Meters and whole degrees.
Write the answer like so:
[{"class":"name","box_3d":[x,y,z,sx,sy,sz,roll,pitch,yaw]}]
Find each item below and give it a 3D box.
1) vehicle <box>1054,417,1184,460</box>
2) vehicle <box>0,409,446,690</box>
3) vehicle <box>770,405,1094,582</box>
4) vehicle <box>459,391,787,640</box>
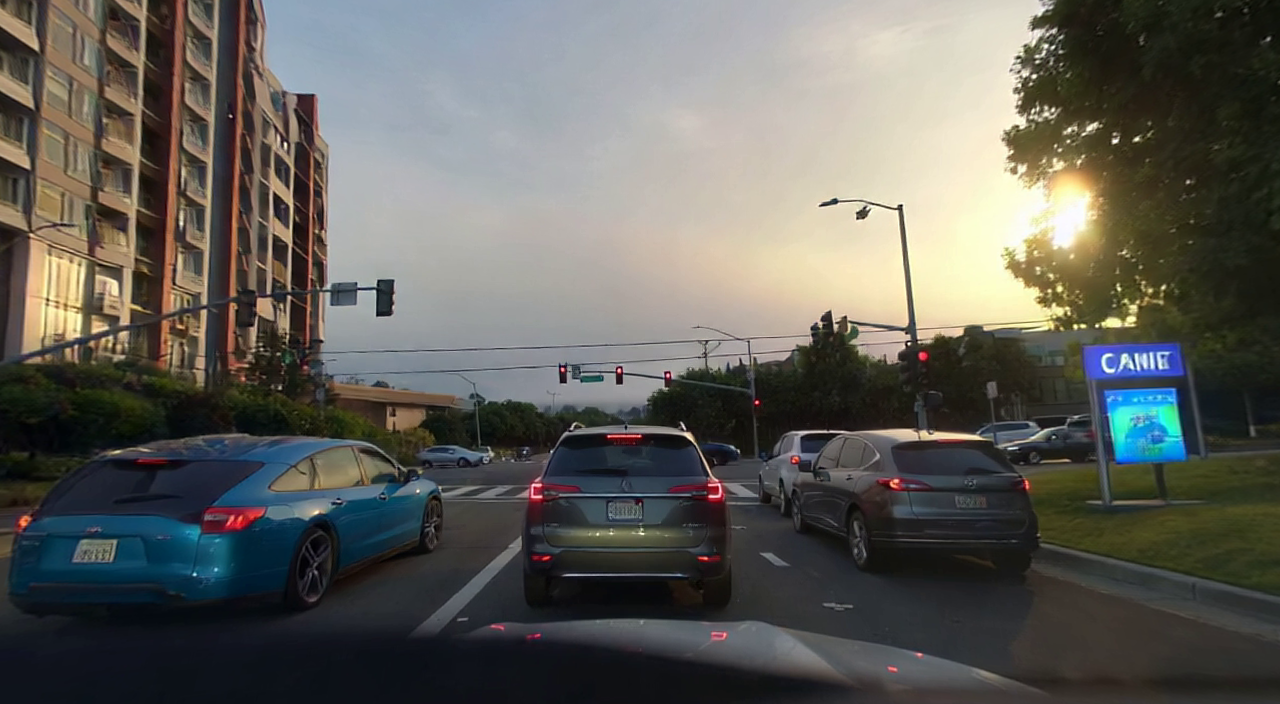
[{"class":"vehicle","box_3d":[23.125,4.208,30.580,4.583,2.019,2.147,1,-9,-4]},{"class":"vehicle","box_3d":[-3.545,1.423,5.820,1.906,1.524,4.547,0,-8,2]},{"class":"vehicle","box_3d":[3.220,1.662,8.253,2.004,1.646,4.554,0,-8,-1]},{"class":"vehicle","box_3d":[-0.128,1.414,6.440,2.195,1.662,4.262,0,-8,0]}]
